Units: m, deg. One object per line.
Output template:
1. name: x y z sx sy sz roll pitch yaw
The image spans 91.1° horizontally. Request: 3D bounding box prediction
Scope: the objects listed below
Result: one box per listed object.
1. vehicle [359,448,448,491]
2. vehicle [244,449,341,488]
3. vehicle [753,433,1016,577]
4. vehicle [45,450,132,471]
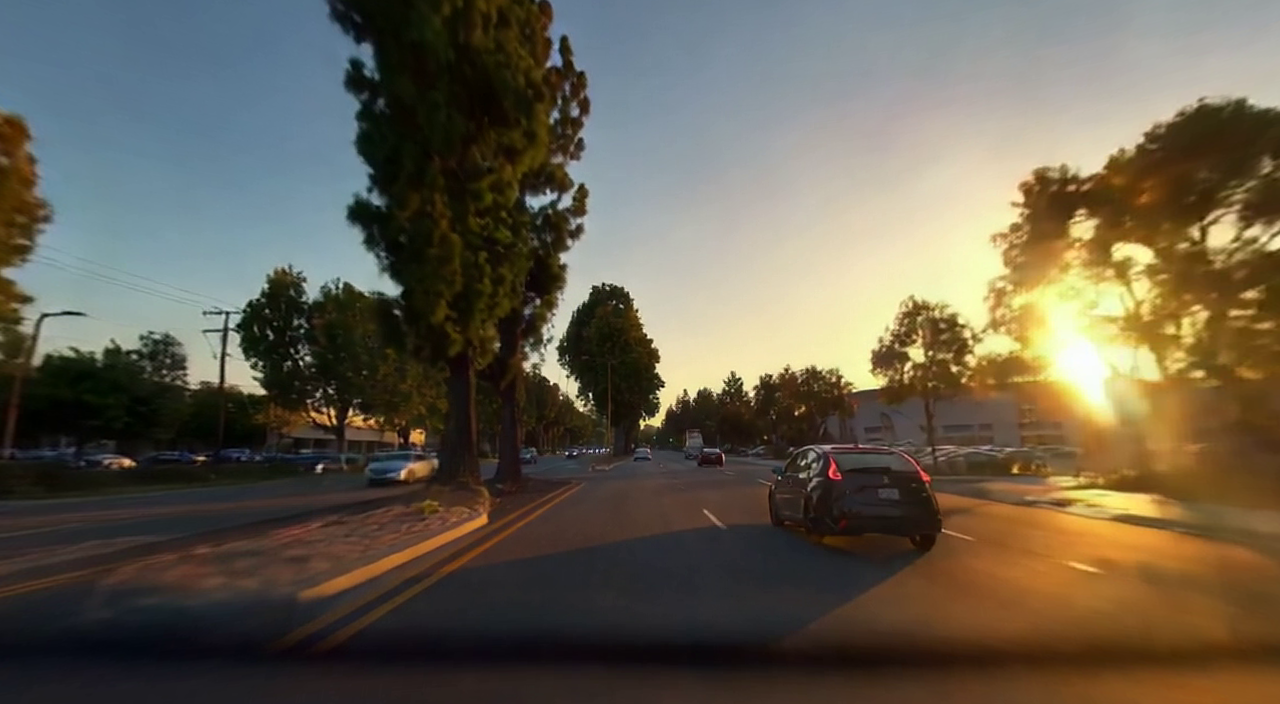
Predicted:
1. vehicle: -9.006 4.462 24.272 1.853 1.504 3.791 0 -9 1
2. vehicle: -15.874 5.327 28.975 1.951 1.628 4.325 0 -9 1
3. vehicle: 2.984 1.954 8.882 1.935 1.501 4.384 0 -9 0
4. vehicle: -41.488 8.166 47.304 4.576 1.486 1.909 0 -9 -2
